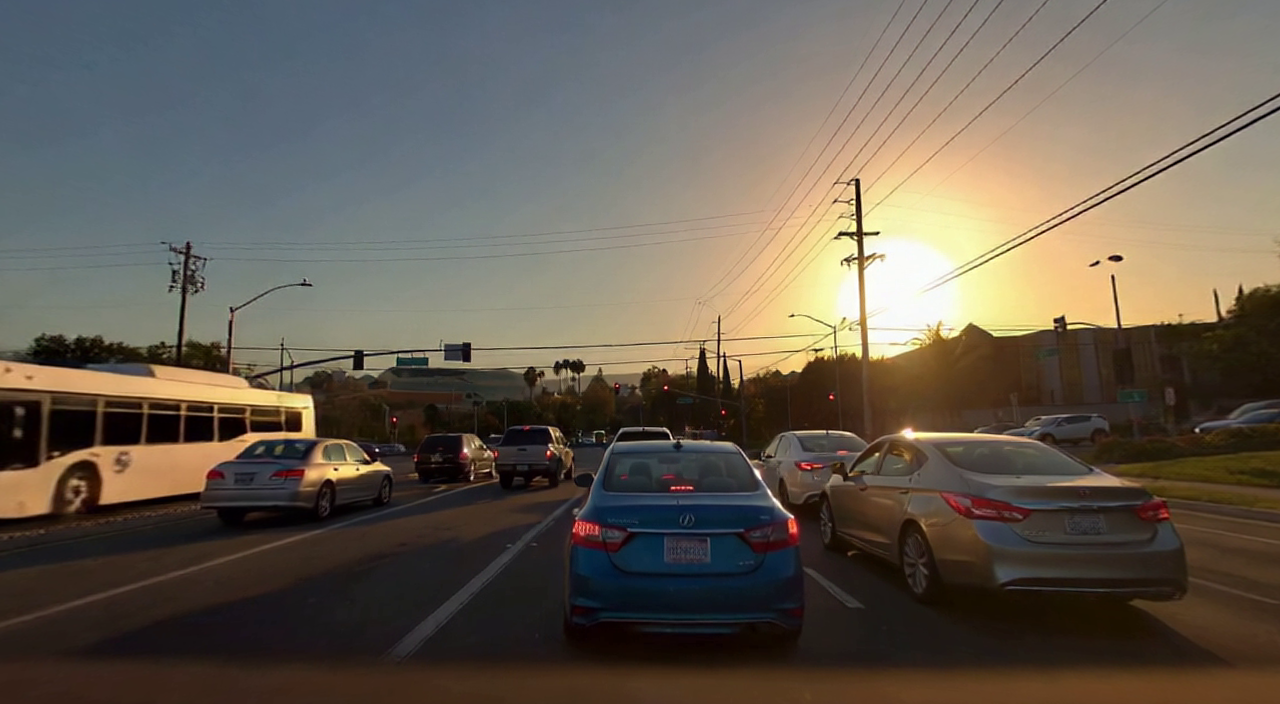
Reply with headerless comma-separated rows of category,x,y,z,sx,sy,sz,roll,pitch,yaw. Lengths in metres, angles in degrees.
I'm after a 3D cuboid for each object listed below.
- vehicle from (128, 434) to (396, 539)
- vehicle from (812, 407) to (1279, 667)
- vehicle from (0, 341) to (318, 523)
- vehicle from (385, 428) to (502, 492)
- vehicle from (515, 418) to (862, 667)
vehicle,-6.399,2.290,11.514,1.955,1.497,4.639,-1,-8,1
vehicle,3.142,1.401,5.885,1.870,1.523,4.096,0,-8,0
vehicle,-13.680,2.283,17.195,3.005,3.443,12.583,-1,-8,1
vehicle,-6.259,3.496,20.900,2.070,1.824,5.196,-1,-8,2
vehicle,0.283,1.451,5.897,2.109,1.483,3.964,0,-8,0
